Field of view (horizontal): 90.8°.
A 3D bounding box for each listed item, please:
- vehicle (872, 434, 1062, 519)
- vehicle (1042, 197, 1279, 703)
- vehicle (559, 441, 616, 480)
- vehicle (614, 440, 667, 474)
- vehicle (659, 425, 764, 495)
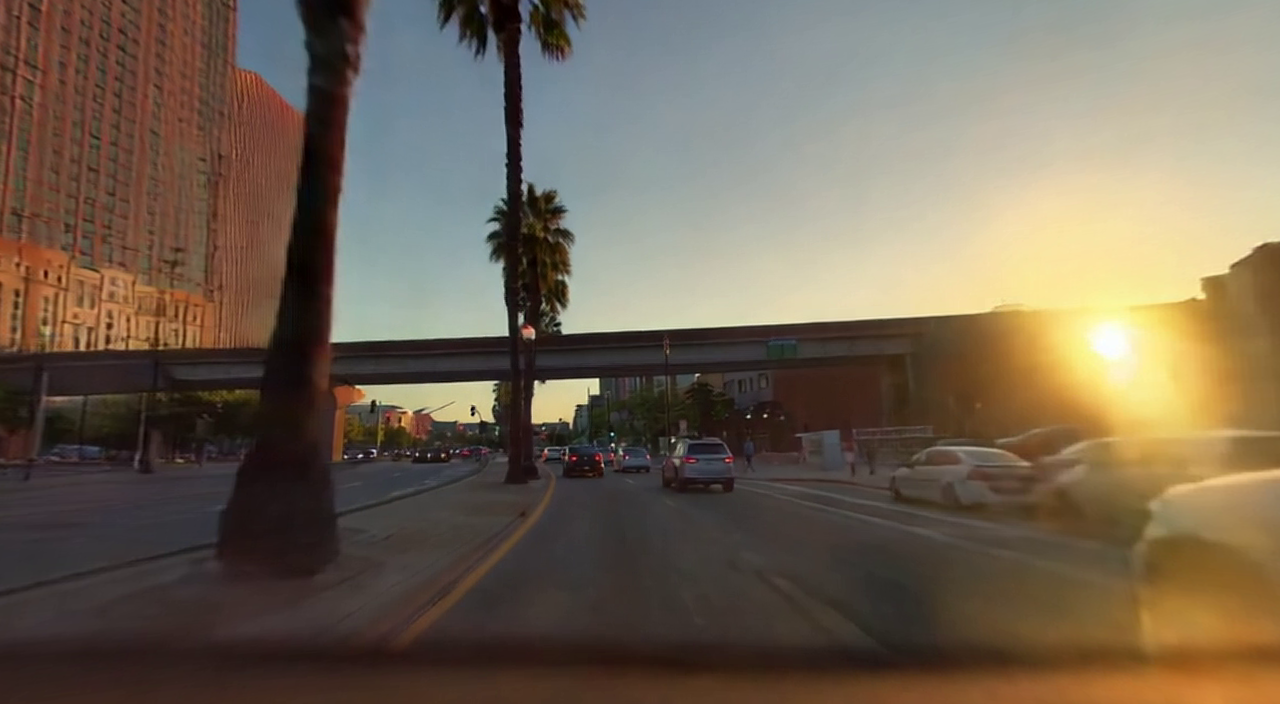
[{"bbox_3d":[7.121,2.738,14.421,1.914,1.596,4.494,0,-9,0],"label":"vehicle"},{"bbox_3d":[3.537,0.333,0.878,2.434,2.171,5.098,0,-9,-2],"label":"vehicle"},{"bbox_3d":[-2.553,5.016,29.596,2.332,1.625,4.933,1,-9,-8],"label":"vehicle"},{"bbox_3d":[-0.060,5.853,35.423,2.214,1.711,4.474,1,-9,-10],"label":"vehicle"},{"bbox_3d":[2.125,3.477,20.707,2.407,1.991,5.130,1,-9,-5],"label":"vehicle"}]
